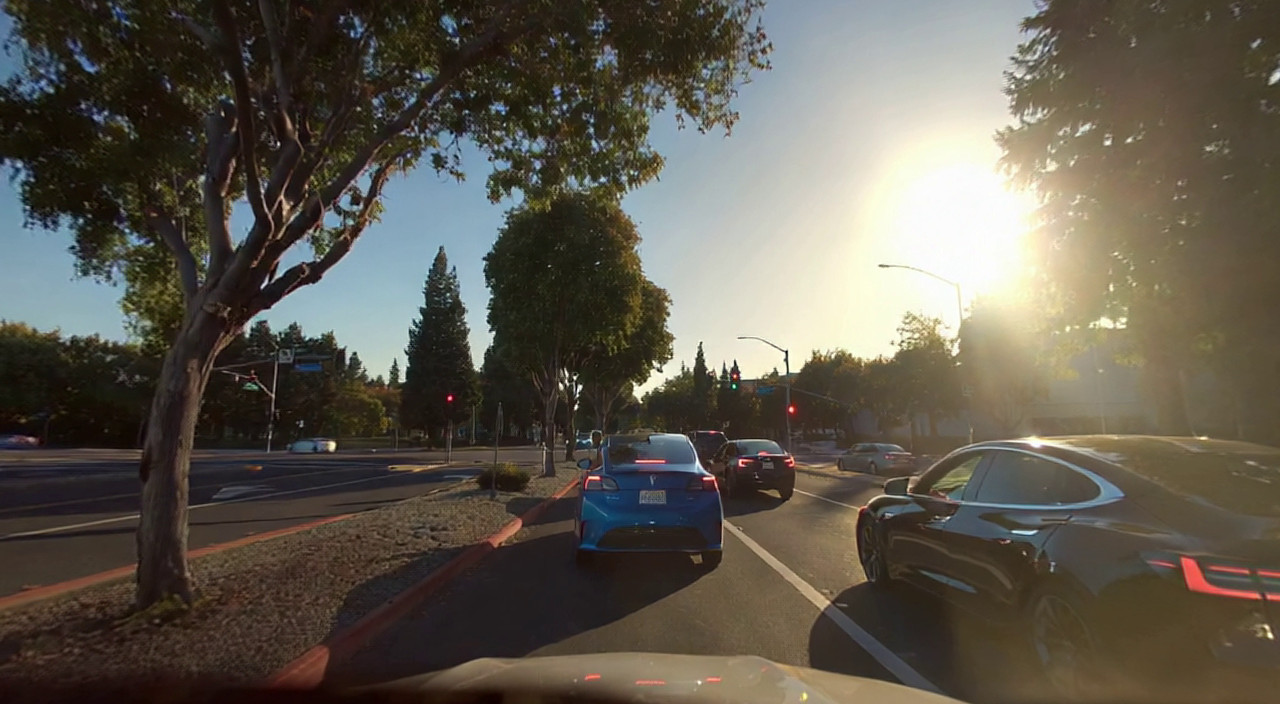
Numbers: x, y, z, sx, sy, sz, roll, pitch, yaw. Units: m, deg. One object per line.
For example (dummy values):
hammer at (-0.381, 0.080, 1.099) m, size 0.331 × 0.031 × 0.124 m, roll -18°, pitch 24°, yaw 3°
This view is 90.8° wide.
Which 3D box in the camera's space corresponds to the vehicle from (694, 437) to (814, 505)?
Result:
vehicle at (2.700, 2.932, 16.032) m, size 2.058 × 1.466 × 4.208 m, roll 0°, pitch -8°, yaw -3°

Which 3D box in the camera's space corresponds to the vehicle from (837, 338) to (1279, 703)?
vehicle at (3.188, 1.105, 4.306) m, size 2.167 × 1.676 × 4.443 m, roll 0°, pitch -8°, yaw -1°

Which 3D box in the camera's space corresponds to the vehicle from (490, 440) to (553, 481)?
vehicle at (-4.630, 4.285, 25.261) m, size 1.972 × 1.457 × 4.171 m, roll 0°, pitch -8°, yaw -4°

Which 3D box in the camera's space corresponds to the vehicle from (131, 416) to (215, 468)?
vehicle at (-29.249, 5.628, 39.714) m, size 2.608 × 2.990 × 3.026 m, roll 2°, pitch -8°, yaw 2°

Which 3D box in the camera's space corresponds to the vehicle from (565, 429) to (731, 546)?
vehicle at (0.032, 2.071, 10.391) m, size 2.147 × 1.499 × 4.240 m, roll 0°, pitch -8°, yaw -2°
